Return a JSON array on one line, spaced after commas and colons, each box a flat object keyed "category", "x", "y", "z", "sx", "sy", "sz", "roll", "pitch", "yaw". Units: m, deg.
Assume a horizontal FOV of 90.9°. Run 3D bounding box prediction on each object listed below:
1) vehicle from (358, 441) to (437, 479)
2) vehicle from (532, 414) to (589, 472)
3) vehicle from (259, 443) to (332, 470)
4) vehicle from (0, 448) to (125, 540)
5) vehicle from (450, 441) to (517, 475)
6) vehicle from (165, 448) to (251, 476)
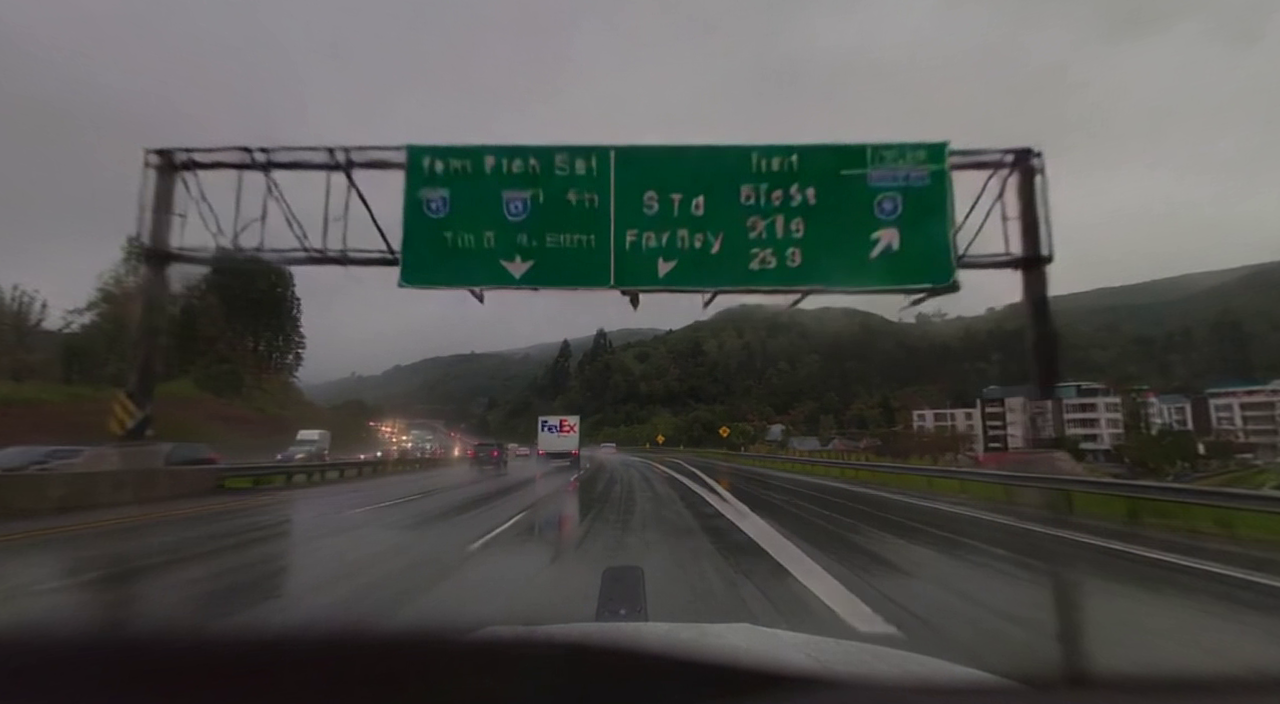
[{"category": "vehicle", "x": -12.260, "y": 5.461, "z": 32.247, "sx": 2.188, "sy": 1.784, "sz": 4.724, "roll": 0, "pitch": -8, "yaw": -1}, {"category": "vehicle", "x": -4.785, "y": 5.663, "z": 39.248, "sx": 2.798, "sy": 3.212, "sz": 7.573, "roll": 0, "pitch": -8, "yaw": -2}, {"category": "vehicle", "x": -21.233, "y": 6.456, "z": 39.116, "sx": 2.002, "sy": 1.540, "sz": 4.662, "roll": 0, "pitch": -8, "yaw": -1}, {"category": "vehicle", "x": -11.613, "y": 2.419, "z": 10.772, "sx": 1.879, "sy": 1.431, "sz": 4.425, "roll": 2, "pitch": -8, "yaw": 0}, {"category": "vehicle", "x": -8.564, "y": 5.830, "z": 35.042, "sx": 2.461, "sy": 1.767, "sz": 4.991, "roll": 0, "pitch": -8, "yaw": -1}, {"category": "vehicle", "x": -24.913, "y": 6.330, "z": 36.635, "sx": 1.829, "sy": 1.450, "sz": 4.706, "roll": 0, "pitch": -8, "yaw": -2}]
